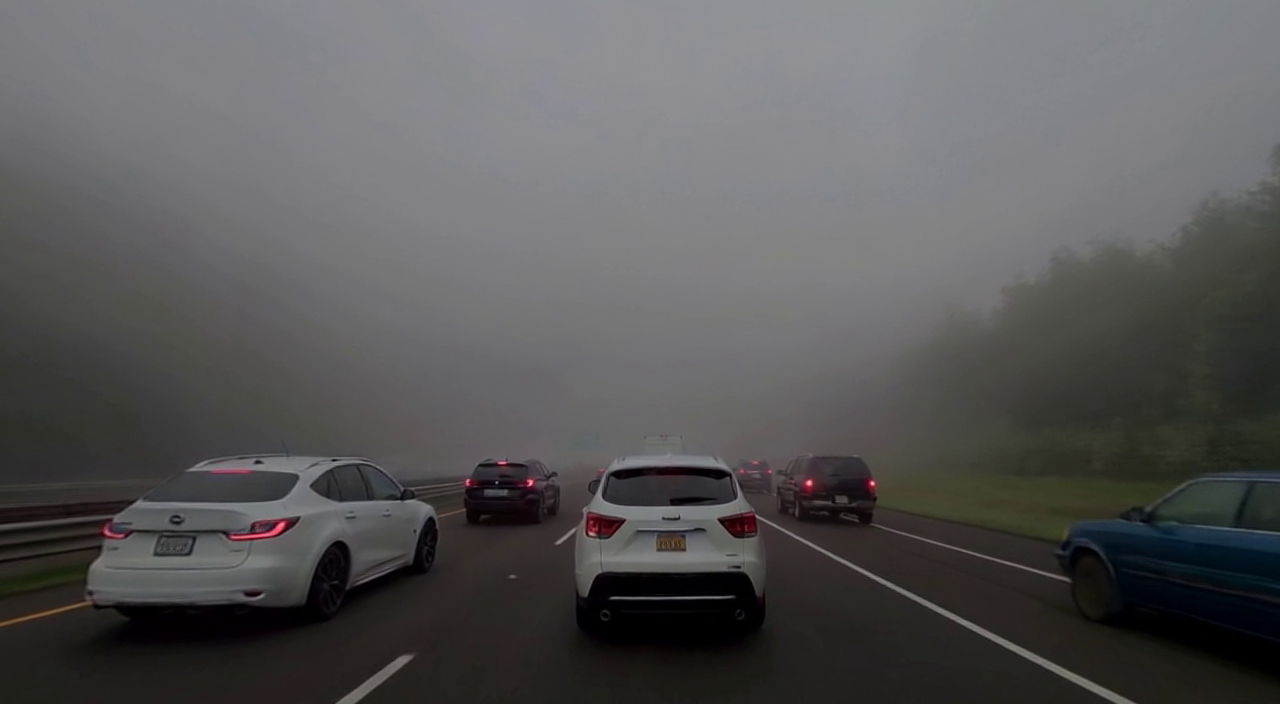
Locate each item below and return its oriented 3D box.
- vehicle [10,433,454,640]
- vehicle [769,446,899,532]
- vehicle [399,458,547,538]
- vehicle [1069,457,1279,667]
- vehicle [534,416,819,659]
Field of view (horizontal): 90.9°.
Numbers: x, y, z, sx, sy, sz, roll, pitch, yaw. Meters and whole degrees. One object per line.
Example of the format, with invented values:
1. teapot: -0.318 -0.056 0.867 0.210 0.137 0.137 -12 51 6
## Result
1. vehicle: -3.803 1.822 7.073 1.994 1.556 4.263 0 -11 2
2. vehicle: 4.773 3.461 16.268 1.984 1.876 4.287 1 -11 0
3. vehicle: -3.556 3.236 14.447 1.960 1.502 4.593 0 -11 2
4. vehicle: 5.421 1.453 4.281 1.919 1.437 4.436 1 -11 1
5. vehicle: 0.284 1.735 6.746 2.057 1.725 4.126 1 -11 0
